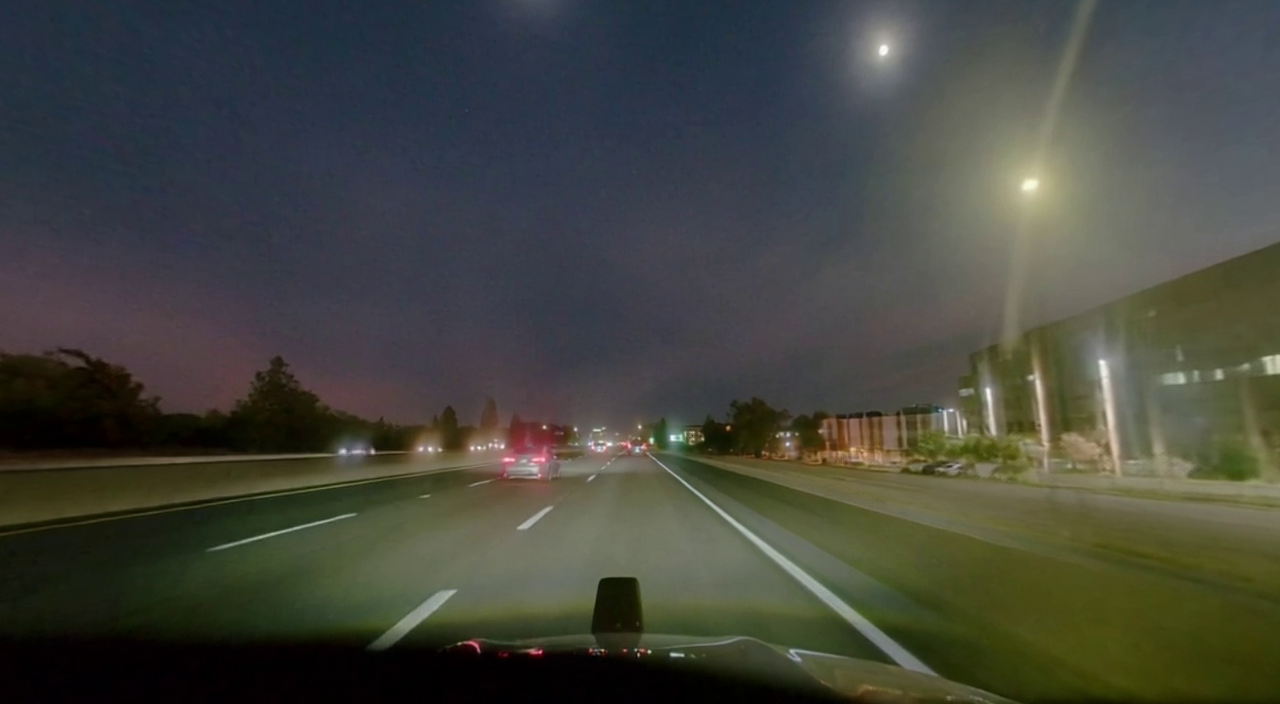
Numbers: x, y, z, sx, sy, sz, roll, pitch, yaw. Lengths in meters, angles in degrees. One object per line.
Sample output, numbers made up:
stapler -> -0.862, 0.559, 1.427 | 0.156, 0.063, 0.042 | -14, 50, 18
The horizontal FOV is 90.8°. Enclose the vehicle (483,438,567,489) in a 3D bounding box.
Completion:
vehicle -> -3.546, 3.522, 20.275 | 1.920, 1.463, 4.134 | 0, -9, 0
